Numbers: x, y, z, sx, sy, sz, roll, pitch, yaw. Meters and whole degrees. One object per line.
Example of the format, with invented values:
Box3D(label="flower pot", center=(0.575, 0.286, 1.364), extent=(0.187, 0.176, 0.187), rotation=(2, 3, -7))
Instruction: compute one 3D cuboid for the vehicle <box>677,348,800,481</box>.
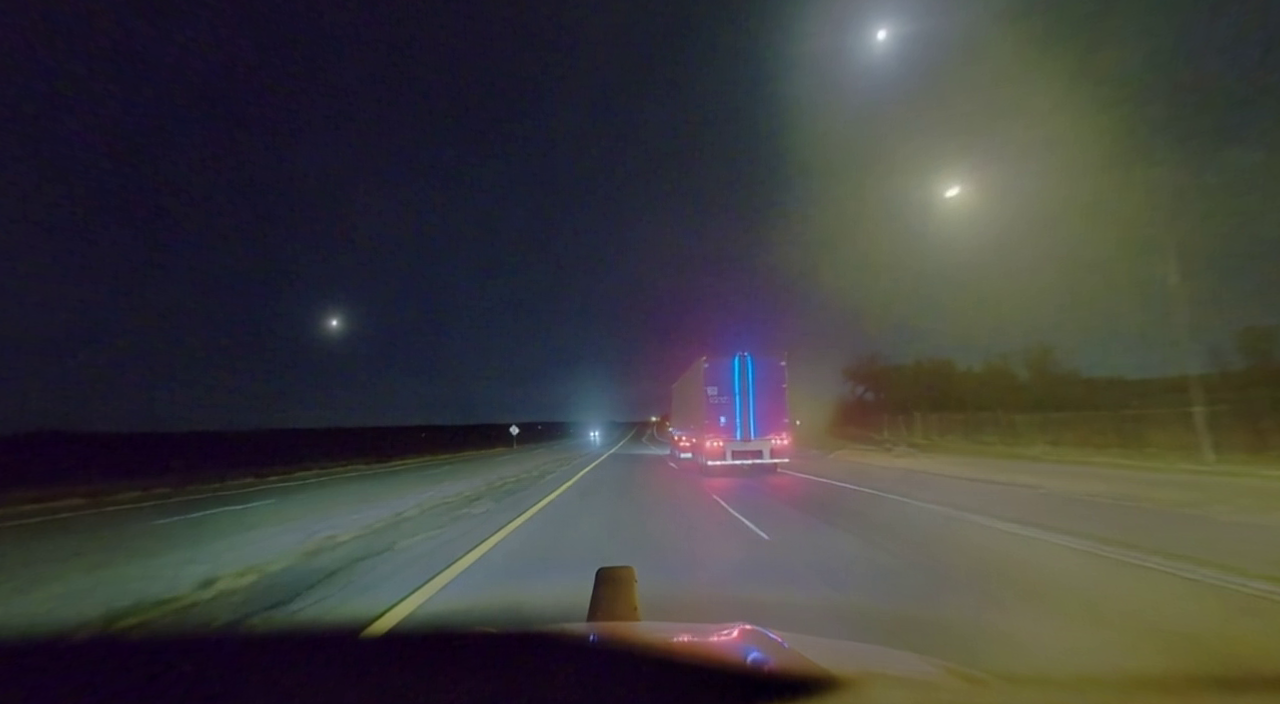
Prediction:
Box3D(label="vehicle", center=(3.103, 2.366, 22.583), extent=(2.949, 3.877, 8.528), rotation=(0, -8, 0))
